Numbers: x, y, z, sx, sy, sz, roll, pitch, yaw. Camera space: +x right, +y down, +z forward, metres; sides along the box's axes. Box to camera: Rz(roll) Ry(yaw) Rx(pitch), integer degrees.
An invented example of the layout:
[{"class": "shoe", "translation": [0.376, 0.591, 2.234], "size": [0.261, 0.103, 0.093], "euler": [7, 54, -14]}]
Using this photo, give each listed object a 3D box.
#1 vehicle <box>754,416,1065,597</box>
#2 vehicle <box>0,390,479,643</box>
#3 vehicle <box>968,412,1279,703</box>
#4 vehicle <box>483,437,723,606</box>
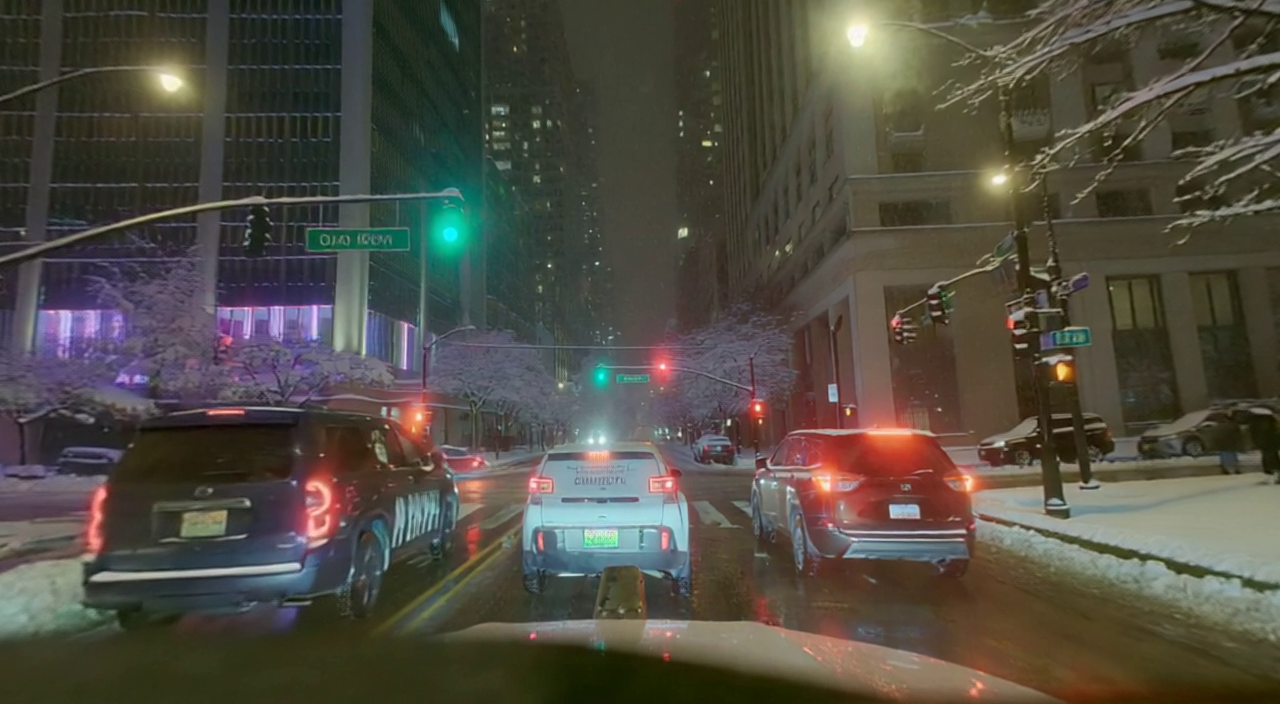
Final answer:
[{"class": "vehicle", "translation": [3.031, 1.841, 8.542], "size": [2.072, 1.735, 4.759], "euler": [0, -8, 0]}, {"class": "vehicle", "translation": [-3.651, 1.585, 7.330], "size": [2.190, 1.840, 5.272], "euler": [0, -8, 0]}, {"class": "vehicle", "translation": [2.740, 0.805, 1.111], "size": [1.902, 1.454, 4.540], "euler": [0, -8, 0]}, {"class": "vehicle", "translation": [-0.352, 1.788, 7.656], "size": [2.092, 1.454, 4.132], "euler": [0, -8, -1]}]
